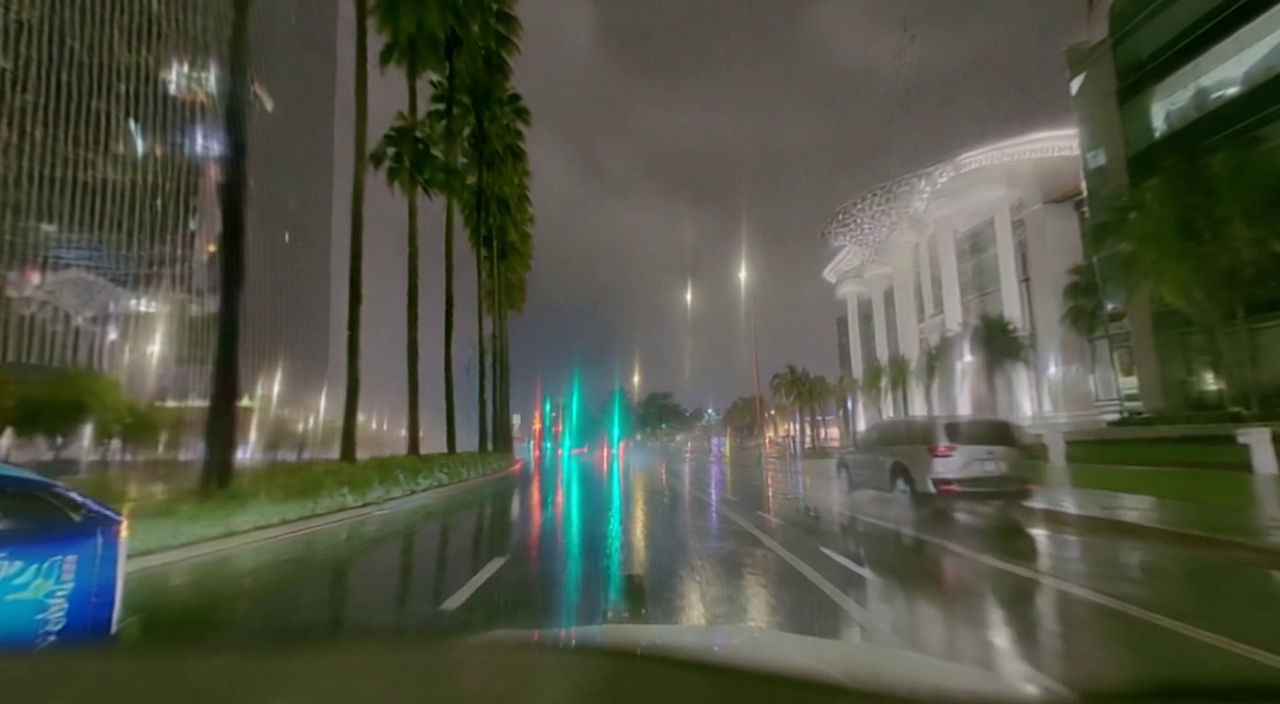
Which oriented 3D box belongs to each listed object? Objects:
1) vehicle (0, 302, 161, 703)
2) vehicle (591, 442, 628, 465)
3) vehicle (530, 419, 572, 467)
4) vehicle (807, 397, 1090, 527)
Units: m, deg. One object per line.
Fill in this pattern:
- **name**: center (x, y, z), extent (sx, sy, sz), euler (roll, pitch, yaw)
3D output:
- **vehicle**: center (-3.475, 0.491, 0.659), extent (2.120, 1.826, 4.737), euler (0, -8, 1)
- **vehicle**: center (-2.097, 6.779, 42.299), extent (2.107, 1.481, 4.097), euler (1, -8, -8)
- **vehicle**: center (-6.300, 6.526, 45.164), extent (2.678, 3.042, 8.474), euler (1, -8, -7)
- **vehicle**: center (5.177, 1.970, 11.816), extent (2.212, 1.854, 5.419), euler (0, -8, -4)
